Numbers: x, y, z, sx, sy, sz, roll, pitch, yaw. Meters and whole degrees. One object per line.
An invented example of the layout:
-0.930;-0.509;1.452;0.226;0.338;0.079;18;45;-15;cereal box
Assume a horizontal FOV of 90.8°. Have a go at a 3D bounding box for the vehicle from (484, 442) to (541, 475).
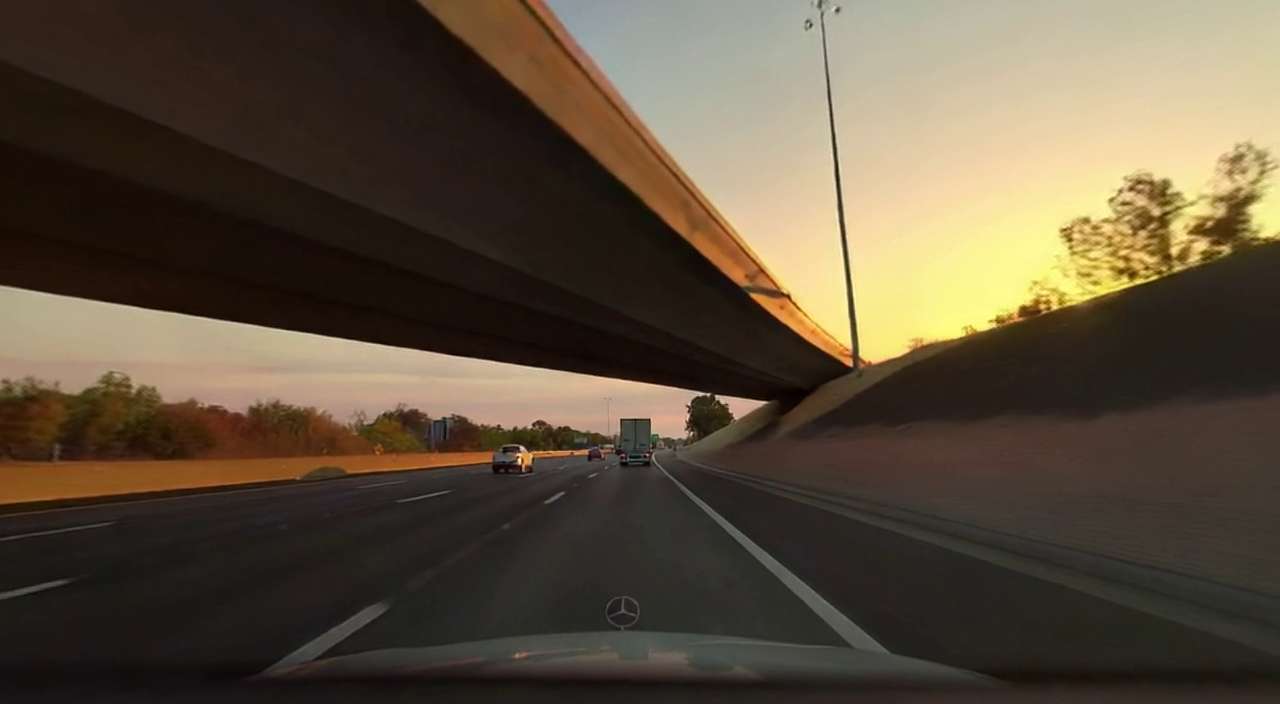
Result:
-6.964;5.888;34.994;2.067;1.676;4.789;0;-9;1;vehicle
